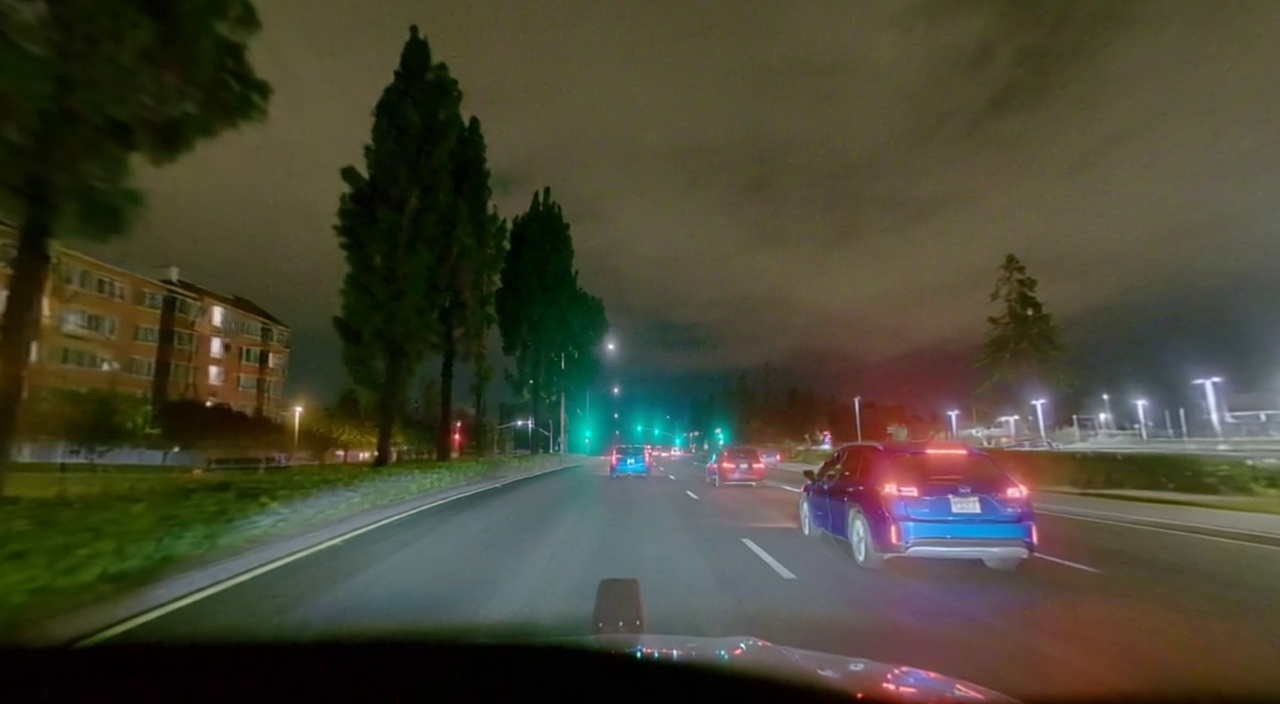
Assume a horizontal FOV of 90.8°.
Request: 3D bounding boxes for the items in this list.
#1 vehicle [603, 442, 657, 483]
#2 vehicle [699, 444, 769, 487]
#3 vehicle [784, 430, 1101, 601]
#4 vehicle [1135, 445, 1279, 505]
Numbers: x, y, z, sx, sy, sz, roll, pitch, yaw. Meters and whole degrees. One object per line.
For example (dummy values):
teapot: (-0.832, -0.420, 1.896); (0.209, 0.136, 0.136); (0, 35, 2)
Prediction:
vehicle: (-0.398, 4.373, 25.287); (1.994, 1.479, 3.647); (0, -9, -1)
vehicle: (3.423, 4.207, 23.785); (1.908, 1.453, 4.230); (0, -9, -1)
vehicle: (3.144, 1.745, 7.606); (1.852, 1.498, 3.825); (0, -9, -1)
vehicle: (17.331, 3.633, 19.128); (4.155, 1.623, 2.175); (5, -10, -30)
